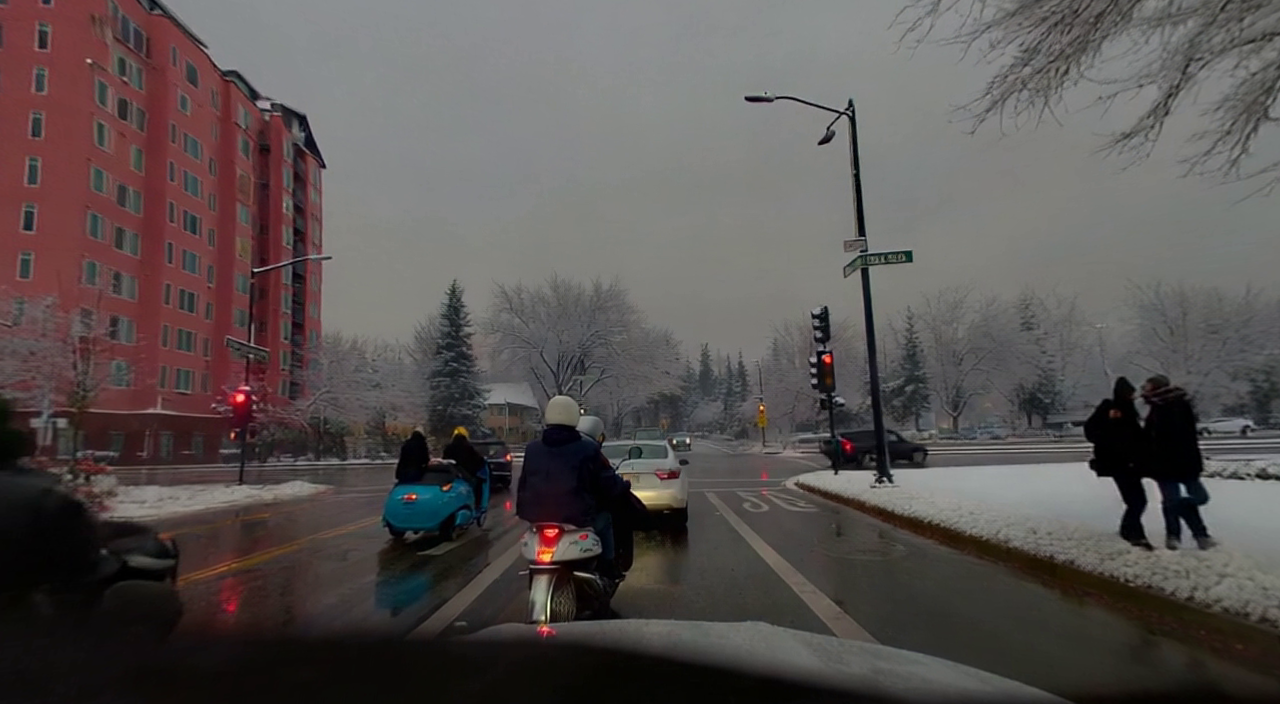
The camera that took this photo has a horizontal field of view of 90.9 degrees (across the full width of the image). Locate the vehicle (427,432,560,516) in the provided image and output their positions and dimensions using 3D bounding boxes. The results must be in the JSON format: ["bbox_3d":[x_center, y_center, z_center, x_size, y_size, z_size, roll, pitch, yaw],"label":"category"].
[{"bbox_3d":[-3.125,2.705,14.420,1.935,1.615,4.073,-1,-9,2],"label":"vehicle"}]

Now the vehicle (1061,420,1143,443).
[{"bbox_3d":[30.817,5.339,42.123,1.751,1.420,4.027,8,-12,-43],"label":"vehicle"}]

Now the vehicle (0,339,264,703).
[{"bbox_3d":[-3.621,0.755,1.841,2.000,1.809,4.855,0,-9,0],"label":"vehicle"}]

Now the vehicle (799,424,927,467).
[{"bbox_3d":[10.111,4.292,28.896,5.226,1.840,2.016,-3,-9,18],"label":"vehicle"}]

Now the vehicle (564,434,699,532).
[{"bbox_3d":[-0.097,2.294,11.606,2.025,1.458,4.085,-1,-9,1],"label":"vehicle"}]

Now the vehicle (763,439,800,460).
[{"bbox_3d":[10.231,7.086,45.997,1.862,1.456,4.661,-1,-9,3],"label":"vehicle"}]
